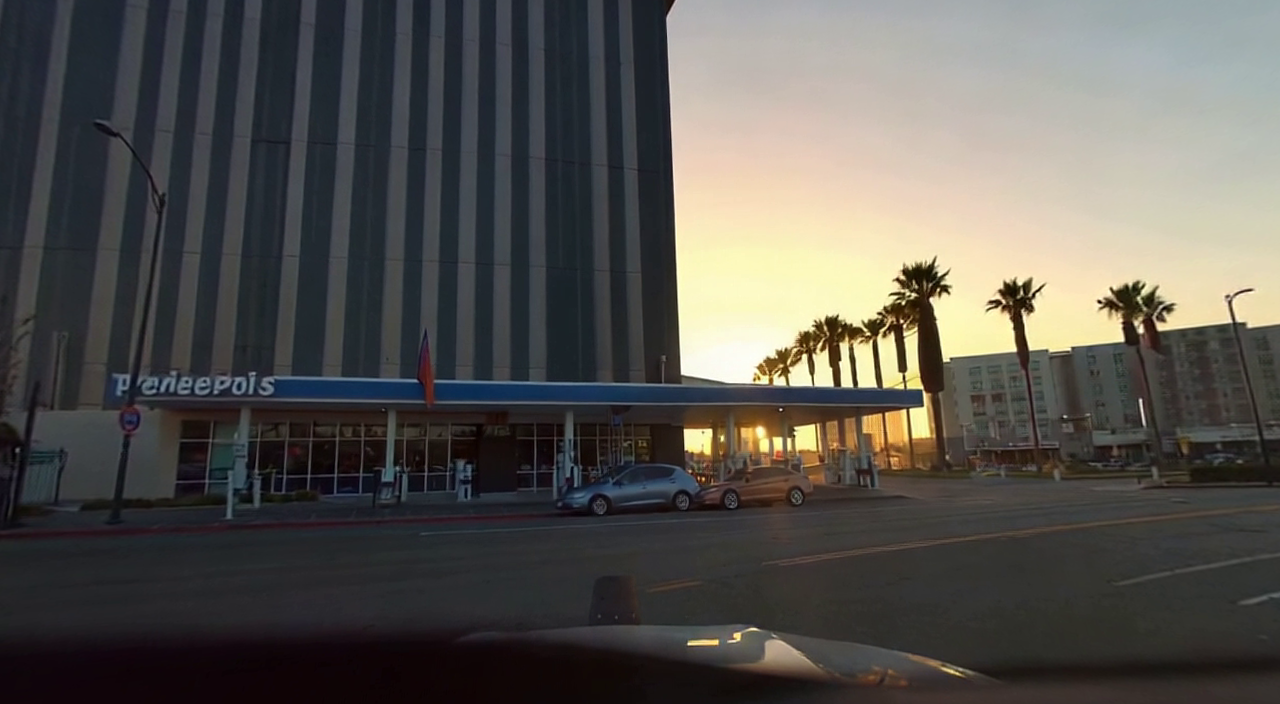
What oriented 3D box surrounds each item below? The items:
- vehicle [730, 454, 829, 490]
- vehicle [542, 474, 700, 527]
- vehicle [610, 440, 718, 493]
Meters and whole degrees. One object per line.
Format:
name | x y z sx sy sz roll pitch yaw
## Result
vehicle | 10.301 8.760 46.377 7.026 2.329 2.545 5 -7 -25
vehicle | -0.566 4.689 20.291 4.782 1.371 1.763 4 -10 -27
vehicle | 1.361 6.505 35.873 5.524 2.504 2.196 8 -7 -22
